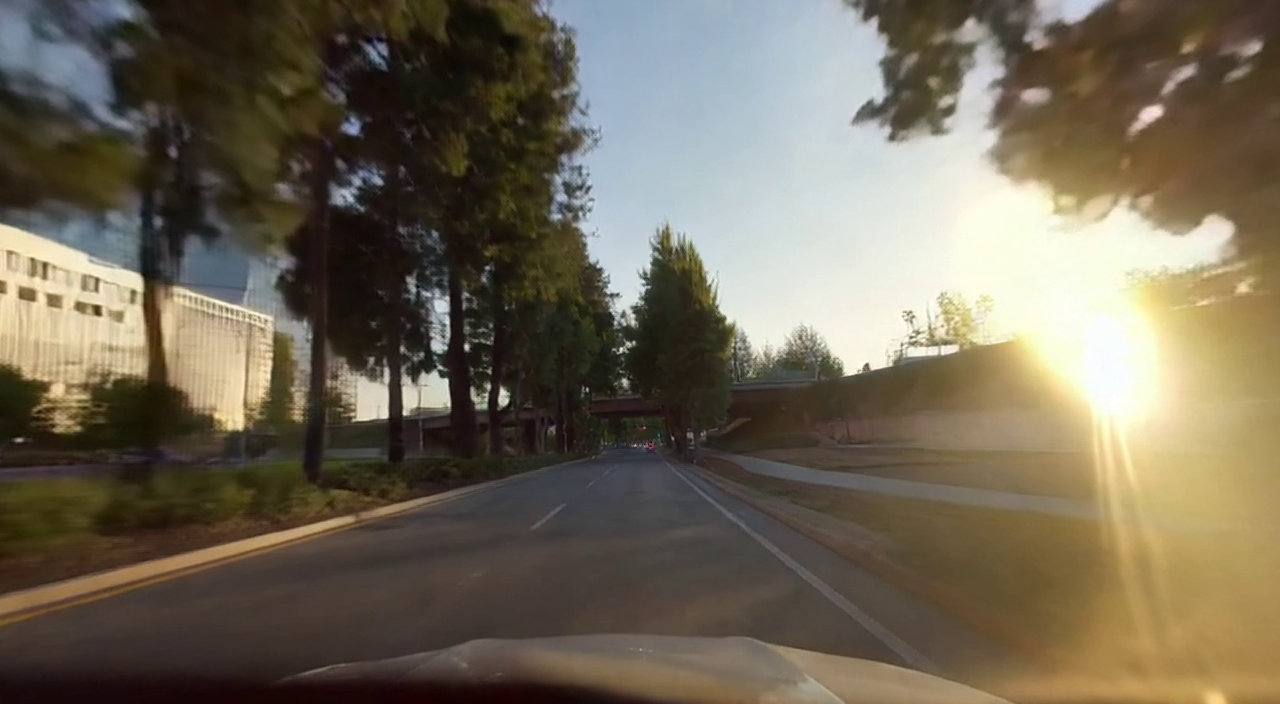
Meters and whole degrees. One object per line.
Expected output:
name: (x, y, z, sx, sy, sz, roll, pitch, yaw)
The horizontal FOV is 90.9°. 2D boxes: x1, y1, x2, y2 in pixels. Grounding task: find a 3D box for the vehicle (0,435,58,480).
vehicle: (-48.786, 8.224, 49.396, 7.952, 3.263, 2.871, -7, -10, 36)
